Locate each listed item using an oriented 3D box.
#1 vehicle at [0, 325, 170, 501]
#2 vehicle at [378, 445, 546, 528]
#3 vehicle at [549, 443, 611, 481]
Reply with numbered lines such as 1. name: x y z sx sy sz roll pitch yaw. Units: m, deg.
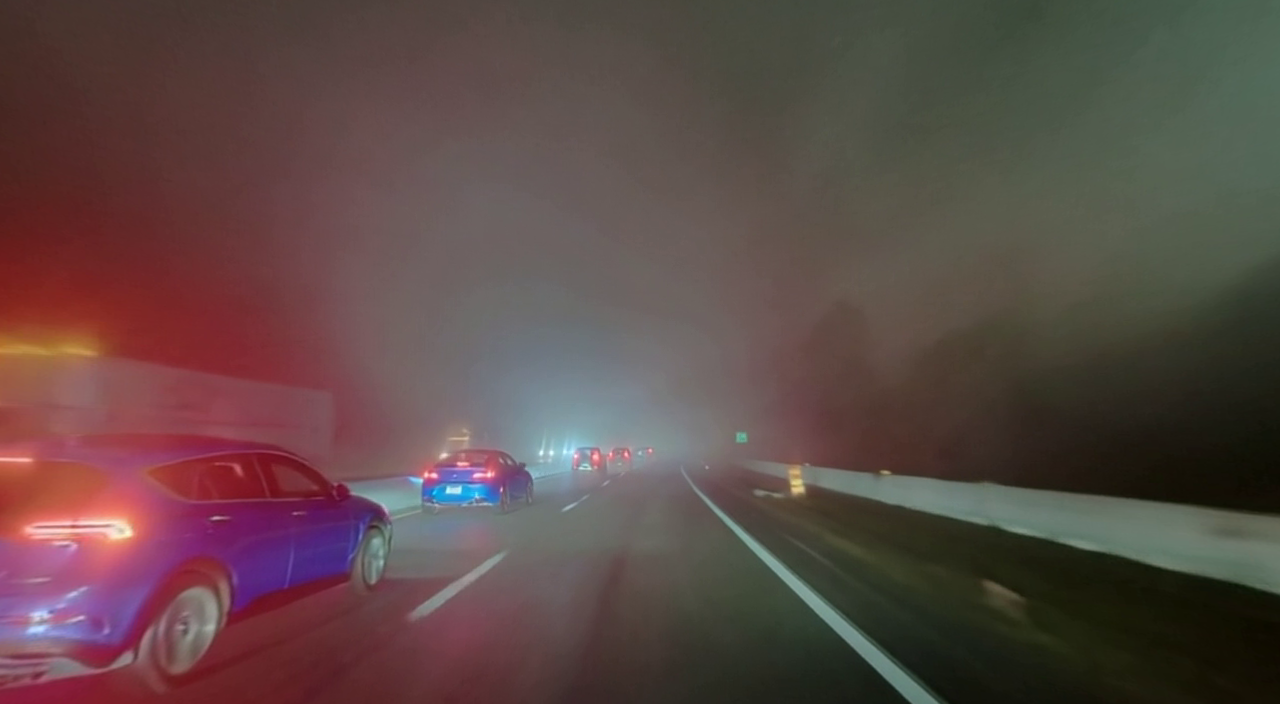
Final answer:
1. vehicle: -17.054 1.804 17.343 3.005 4.223 6.332 0 -9 1
2. vehicle: -3.214 2.511 12.324 2.061 1.330 3.928 0 -9 1
3. vehicle: -2.448 4.650 26.811 2.094 1.480 4.124 -1 -9 2
